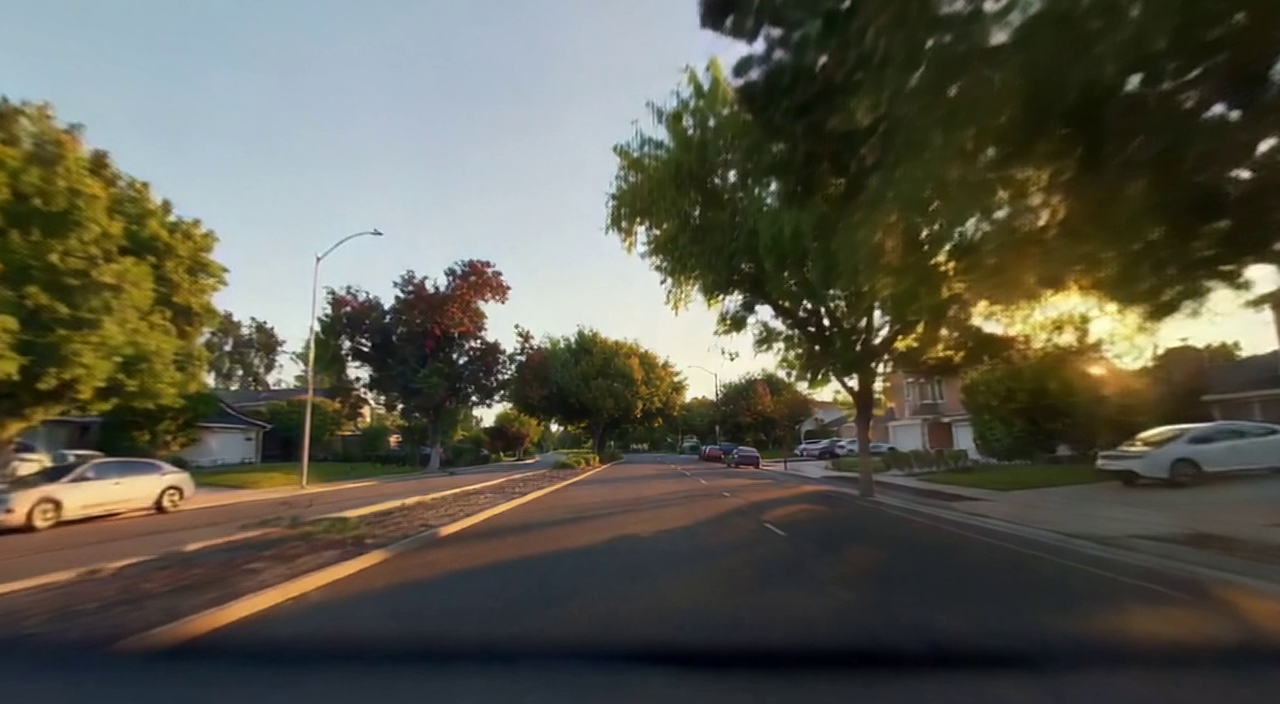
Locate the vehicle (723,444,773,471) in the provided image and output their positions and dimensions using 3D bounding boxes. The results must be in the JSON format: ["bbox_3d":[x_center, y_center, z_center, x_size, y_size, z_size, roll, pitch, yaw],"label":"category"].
[{"bbox_3d":[6.532,6.444,38.744,2.042,1.511,5.029,0,-8,-2],"label":"vehicle"}]

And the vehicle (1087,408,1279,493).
[{"bbox_3d":[14.031,2.346,15.181,4.763,1.816,2.227,-2,-9,2],"label":"vehicle"}]

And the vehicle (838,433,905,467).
[{"bbox_3d":[13.367,5.721,36.832,1.978,1.738,4.734,-2,-9,-1],"label":"vehicle"}]

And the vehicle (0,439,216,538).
[{"bbox_3d":[-11.372,2.789,13.286,2.020,1.691,4.308,-2,-10,-2],"label":"vehicle"}]
